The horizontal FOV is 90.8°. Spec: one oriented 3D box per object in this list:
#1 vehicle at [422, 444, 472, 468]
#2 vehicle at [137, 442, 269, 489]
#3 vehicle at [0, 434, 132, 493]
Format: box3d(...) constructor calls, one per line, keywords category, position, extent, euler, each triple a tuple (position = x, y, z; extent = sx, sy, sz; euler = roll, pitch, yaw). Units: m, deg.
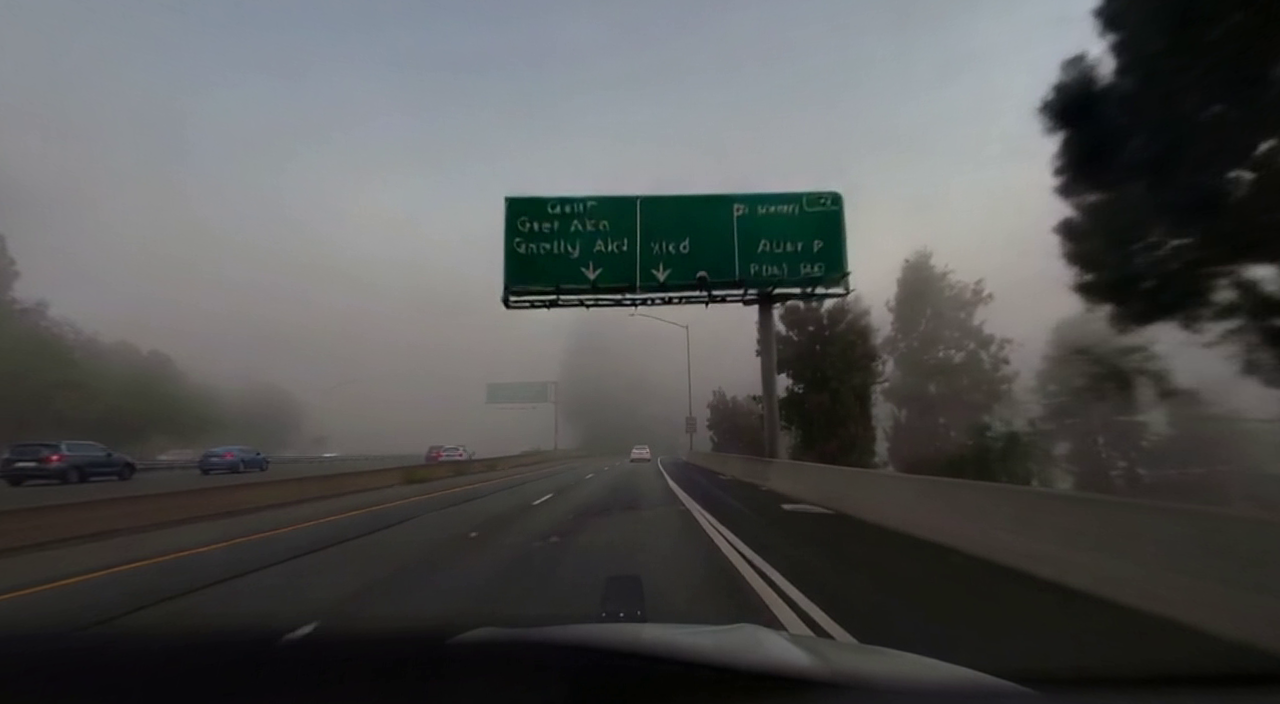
box3d(category="vehicle", position=(-13.315, 7.171, 43.848), extent=(2.271, 1.537, 4.029), euler=(0, -9, -2))
box3d(category="vehicle", position=(-15.790, 4.104, 23.188), extent=(1.829, 1.520, 4.505), euler=(0, -9, -4))
box3d(category="vehicle", position=(-19.517, 3.622, 20.803), extent=(2.049, 1.718, 4.445), euler=(0, -9, -4))
